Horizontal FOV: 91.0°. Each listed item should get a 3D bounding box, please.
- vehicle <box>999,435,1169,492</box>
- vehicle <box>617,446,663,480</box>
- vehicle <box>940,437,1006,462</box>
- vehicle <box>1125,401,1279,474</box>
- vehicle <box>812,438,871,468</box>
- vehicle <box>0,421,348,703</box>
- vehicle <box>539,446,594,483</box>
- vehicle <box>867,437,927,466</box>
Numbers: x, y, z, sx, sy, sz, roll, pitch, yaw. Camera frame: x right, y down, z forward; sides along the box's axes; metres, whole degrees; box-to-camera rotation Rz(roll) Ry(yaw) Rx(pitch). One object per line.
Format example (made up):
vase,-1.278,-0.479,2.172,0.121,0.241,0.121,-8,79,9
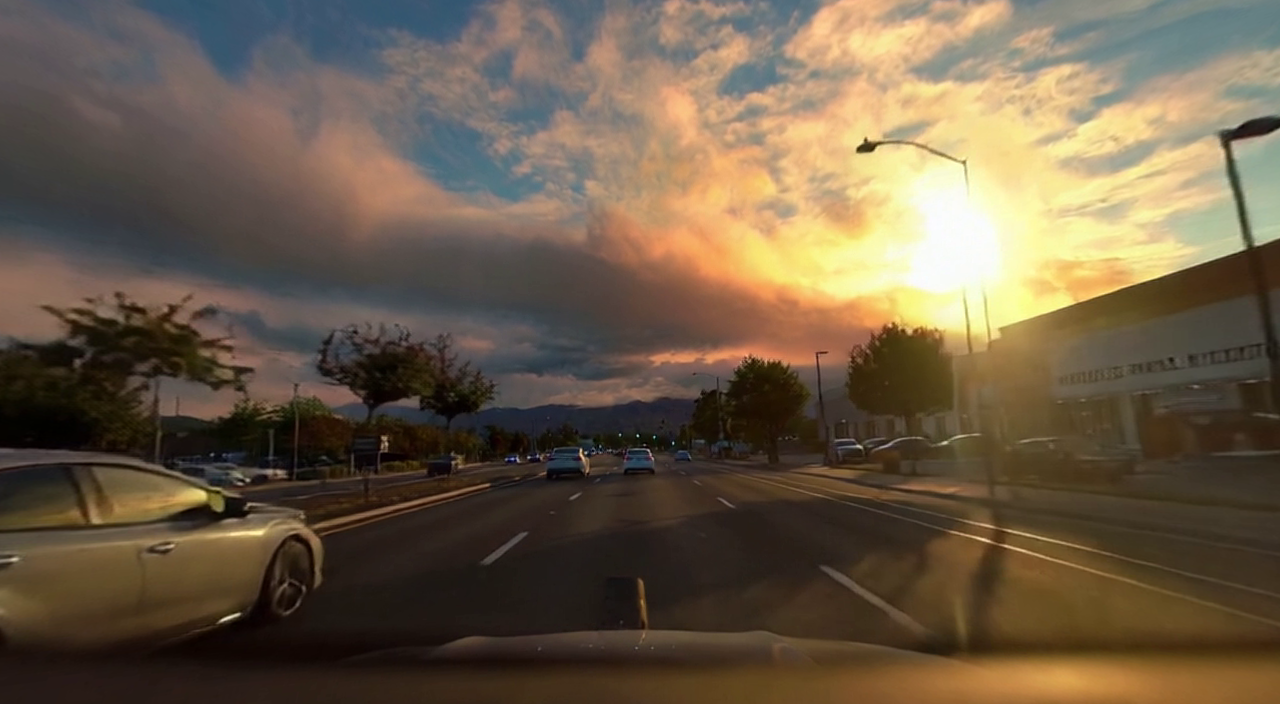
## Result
vehicle,13.357,3.385,19.411,1.914,1.523,4.747,0,-9,3
vehicle,-0.022,5.144,29.403,2.019,1.459,4.005,0,-9,0
vehicle,21.537,6.363,40.934,1.807,1.519,4.550,0,-9,1
vehicle,20.039,2.856,20.951,5.511,2.262,2.351,-2,-9,15
vehicle,13.065,6.585,41.211,2.072,1.769,5.000,0,-9,-2
vehicle,-3.582,1.144,3.275,2.003,1.488,4.282,0,-9,1
vehicle,-3.263,5.063,28.646,1.939,1.496,4.309,0,-9,1
vehicle,16.289,6.359,40.190,1.930,1.713,4.756,0,-9,2
